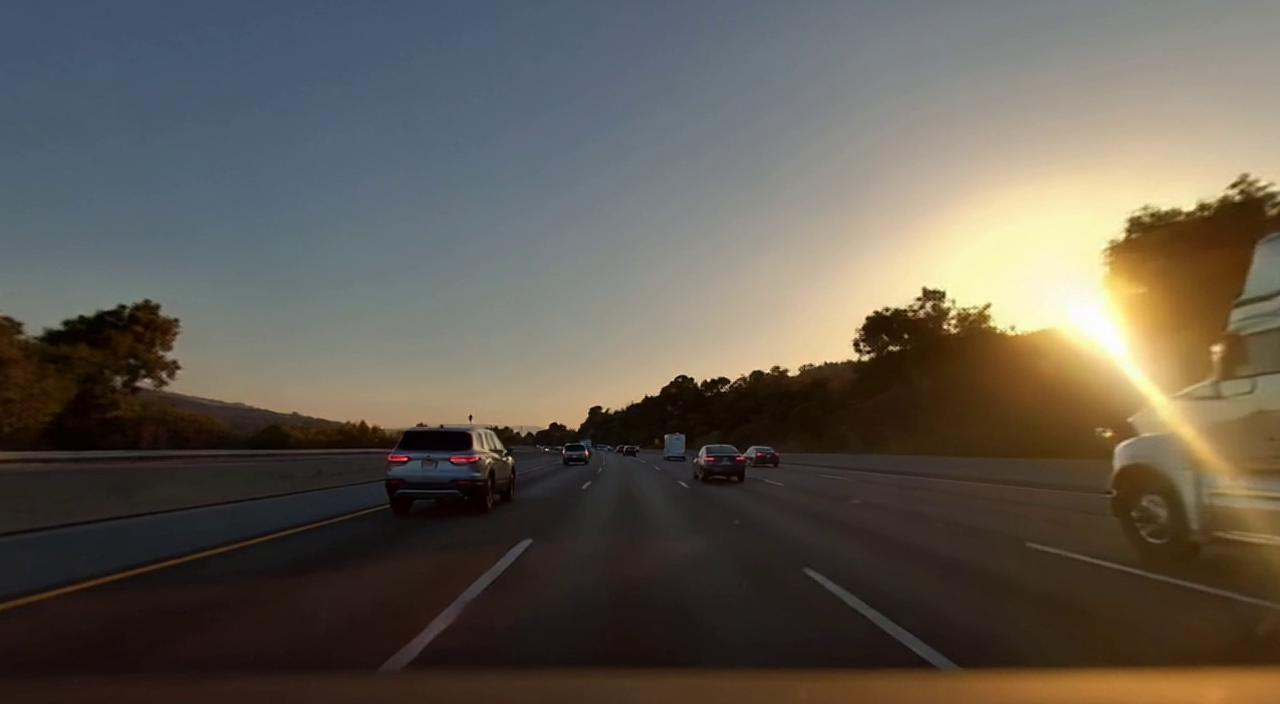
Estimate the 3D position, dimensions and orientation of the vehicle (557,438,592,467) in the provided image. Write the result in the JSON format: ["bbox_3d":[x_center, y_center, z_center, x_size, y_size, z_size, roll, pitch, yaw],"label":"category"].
[{"bbox_3d":[-4.479,6.913,43.608,2.149,1.843,4.348,1,-9,-3],"label":"vehicle"}]

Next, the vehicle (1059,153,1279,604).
[{"bbox_3d":[7.240,-0.267,2.140,3.548,3.827,11.870,0,-9,1],"label":"vehicle"}]

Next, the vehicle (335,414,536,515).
[{"bbox_3d":[-4.251,2.517,14.619,2.684,1.839,5.803,0,-9,0],"label":"vehicle"}]

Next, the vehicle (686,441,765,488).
[{"bbox_3d":[2.956,4.023,22.872,2.053,1.510,4.400,0,-9,-3],"label":"vehicle"}]
